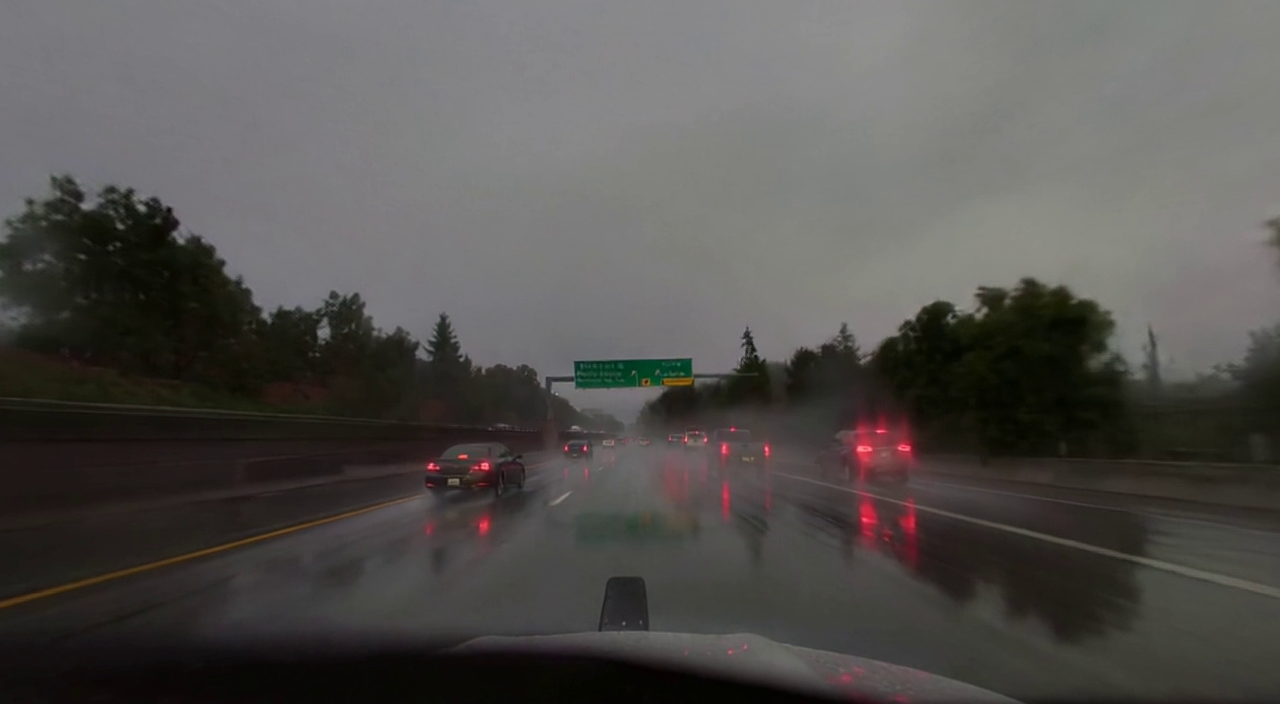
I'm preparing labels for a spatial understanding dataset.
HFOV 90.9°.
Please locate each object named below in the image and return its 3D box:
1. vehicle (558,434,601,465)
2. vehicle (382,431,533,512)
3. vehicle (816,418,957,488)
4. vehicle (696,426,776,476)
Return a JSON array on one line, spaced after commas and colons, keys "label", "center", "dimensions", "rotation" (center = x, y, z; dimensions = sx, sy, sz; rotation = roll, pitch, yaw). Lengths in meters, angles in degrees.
[{"label": "vehicle", "center": [-3.420, 5.629, 36.497], "dimensions": [2.020, 1.628, 4.248], "rotation": [0, -8, 1]}, {"label": "vehicle", "center": [-3.724, 2.507, 13.741], "dimensions": [1.978, 1.473, 4.073], "rotation": [0, -8, 1]}, {"label": "vehicle", "center": [7.764, 3.275, 20.712], "dimensions": [2.291, 1.968, 5.662], "rotation": [0, -8, 0]}, {"label": "vehicle", "center": [4.012, 4.292, 27.527], "dimensions": [2.517, 1.935, 5.552], "rotation": [0, -8, -1]}]
